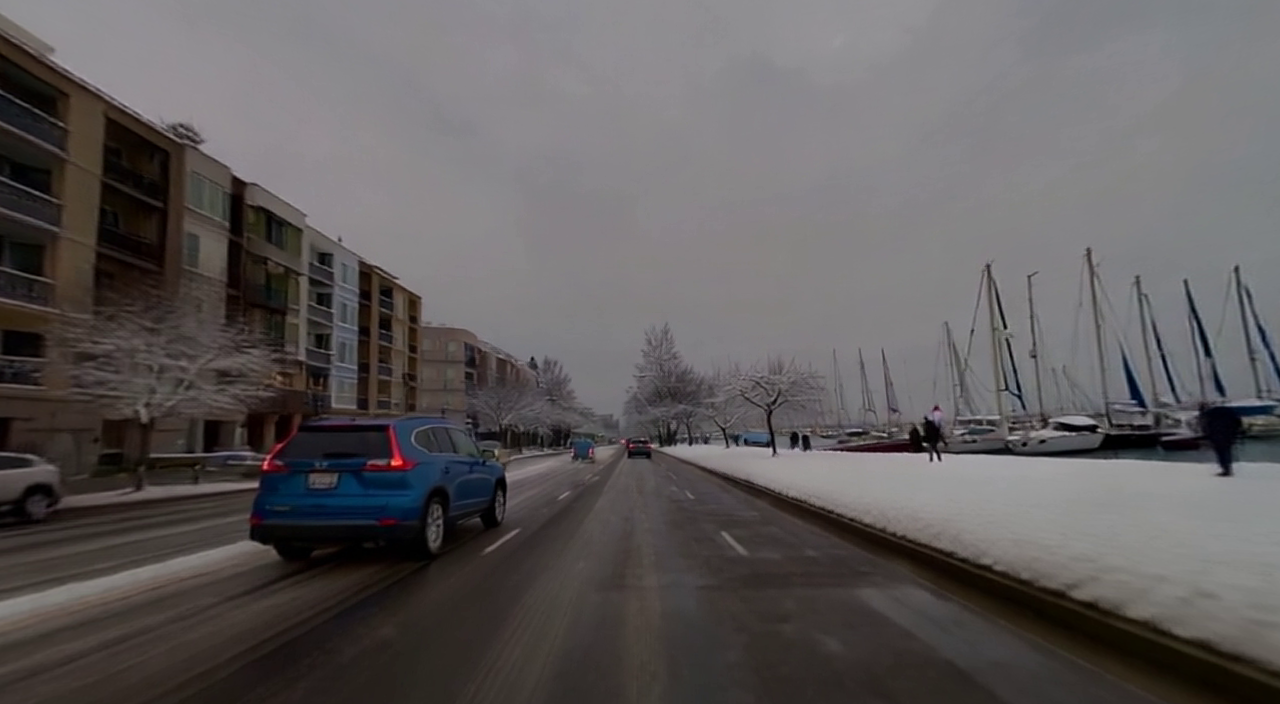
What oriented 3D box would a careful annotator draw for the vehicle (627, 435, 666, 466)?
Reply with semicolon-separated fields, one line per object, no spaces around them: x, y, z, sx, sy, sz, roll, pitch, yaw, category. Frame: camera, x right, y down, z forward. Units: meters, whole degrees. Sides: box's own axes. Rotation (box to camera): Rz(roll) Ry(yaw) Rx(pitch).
0.338;5.519;35.376;2.057;1.624;3.726;-1;-9;0;vehicle

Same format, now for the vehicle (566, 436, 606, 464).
-3.338;6.190;39.894;2.056;1.680;4.205;-1;-8;1;vehicle

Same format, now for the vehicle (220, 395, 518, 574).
-3.259;1.719;8.925;2.082;1.817;4.724;-1;-9;0;vehicle
